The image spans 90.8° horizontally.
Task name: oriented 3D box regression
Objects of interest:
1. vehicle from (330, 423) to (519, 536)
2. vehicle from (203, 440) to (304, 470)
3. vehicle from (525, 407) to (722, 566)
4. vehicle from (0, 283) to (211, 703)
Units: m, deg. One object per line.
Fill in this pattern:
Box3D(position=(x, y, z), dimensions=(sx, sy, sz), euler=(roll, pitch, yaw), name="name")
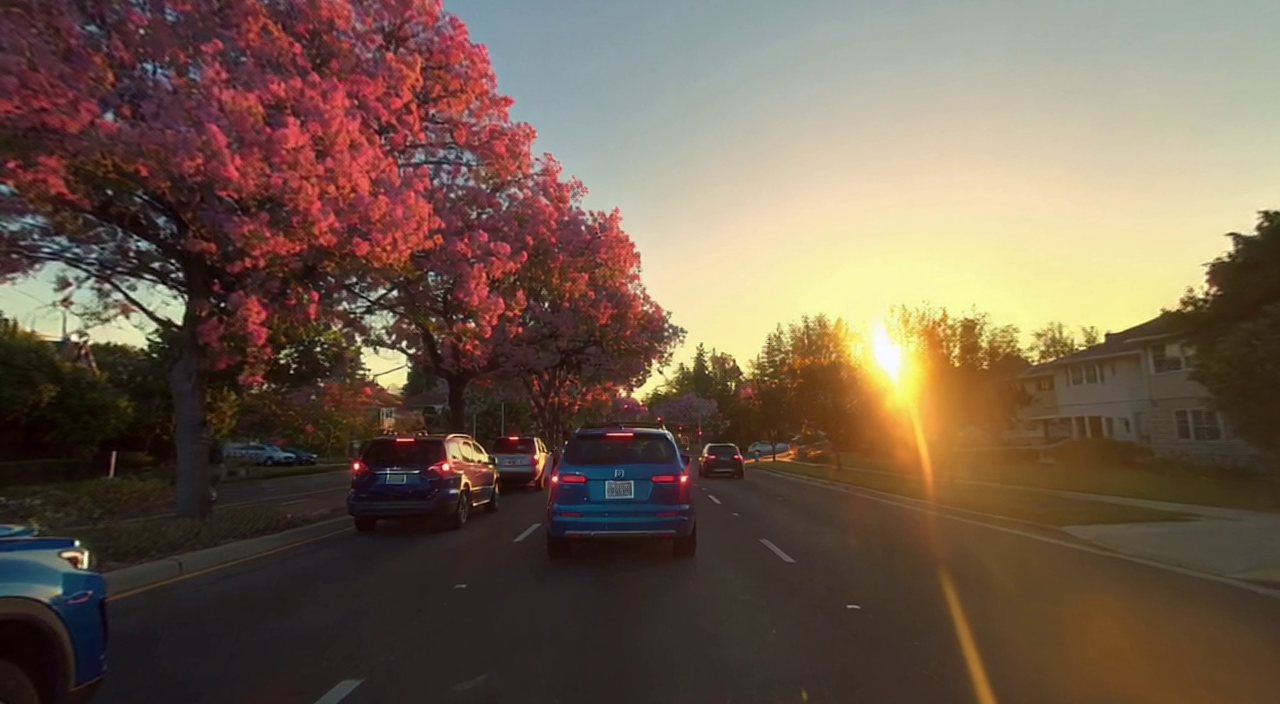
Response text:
Box3D(position=(-3.658, 2.237, 11.680), dimensions=(1.948, 1.668, 4.279), euler=(0, -8, 0), name="vehicle")
Box3D(position=(-28.500, 7.602, 46.859), dimensions=(5.856, 2.096, 2.481), euler=(3, -9, -18), name="vehicle")
Box3D(position=(-0.194, 1.750, 8.898), dimensions=(2.112, 1.693, 4.058), euler=(0, -8, 0), name="vehicle")
Box3D(position=(-3.522, 0.519, 0.977), dimensions=(2.304, 1.928, 4.833), euler=(0, -8, 0), name="vehicle")
